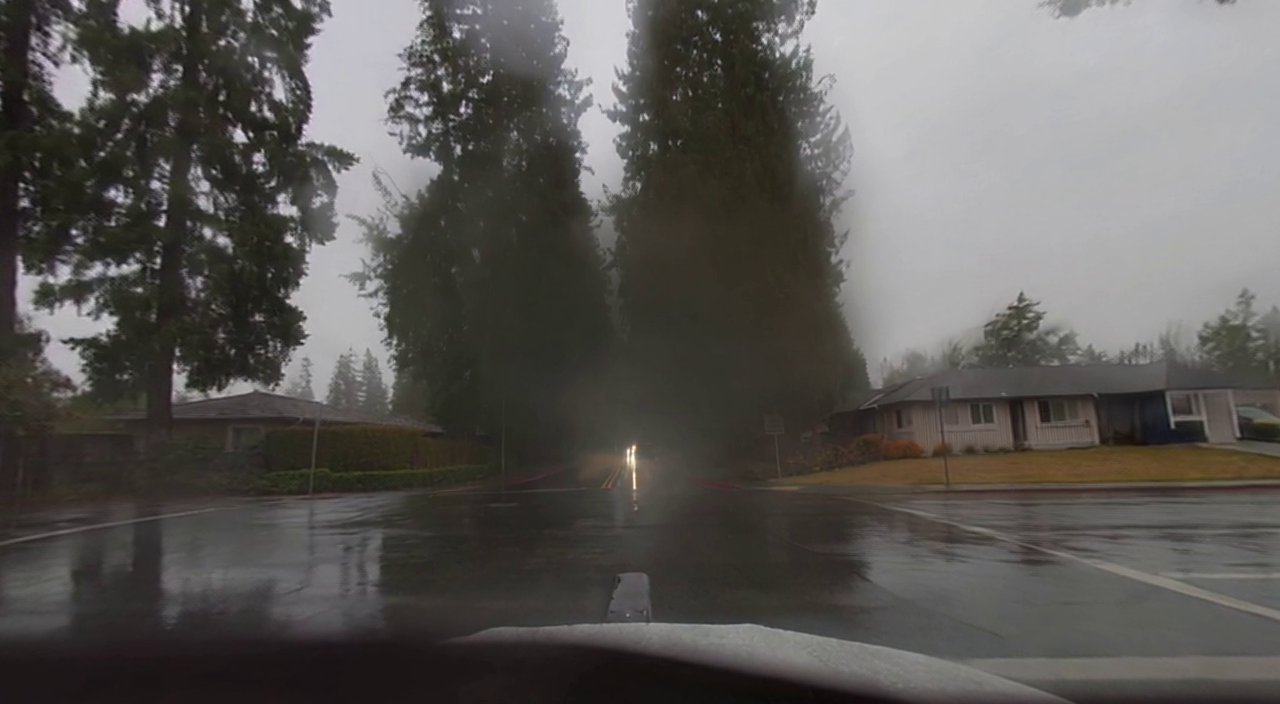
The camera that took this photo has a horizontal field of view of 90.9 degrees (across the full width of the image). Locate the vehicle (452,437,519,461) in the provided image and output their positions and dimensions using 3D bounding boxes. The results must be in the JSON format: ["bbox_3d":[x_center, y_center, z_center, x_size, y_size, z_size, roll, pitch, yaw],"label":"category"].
[{"bbox_3d":[-11.736,7.397,48.065,4.622,1.782,1.836,0,-9,1],"label":"vehicle"}]
